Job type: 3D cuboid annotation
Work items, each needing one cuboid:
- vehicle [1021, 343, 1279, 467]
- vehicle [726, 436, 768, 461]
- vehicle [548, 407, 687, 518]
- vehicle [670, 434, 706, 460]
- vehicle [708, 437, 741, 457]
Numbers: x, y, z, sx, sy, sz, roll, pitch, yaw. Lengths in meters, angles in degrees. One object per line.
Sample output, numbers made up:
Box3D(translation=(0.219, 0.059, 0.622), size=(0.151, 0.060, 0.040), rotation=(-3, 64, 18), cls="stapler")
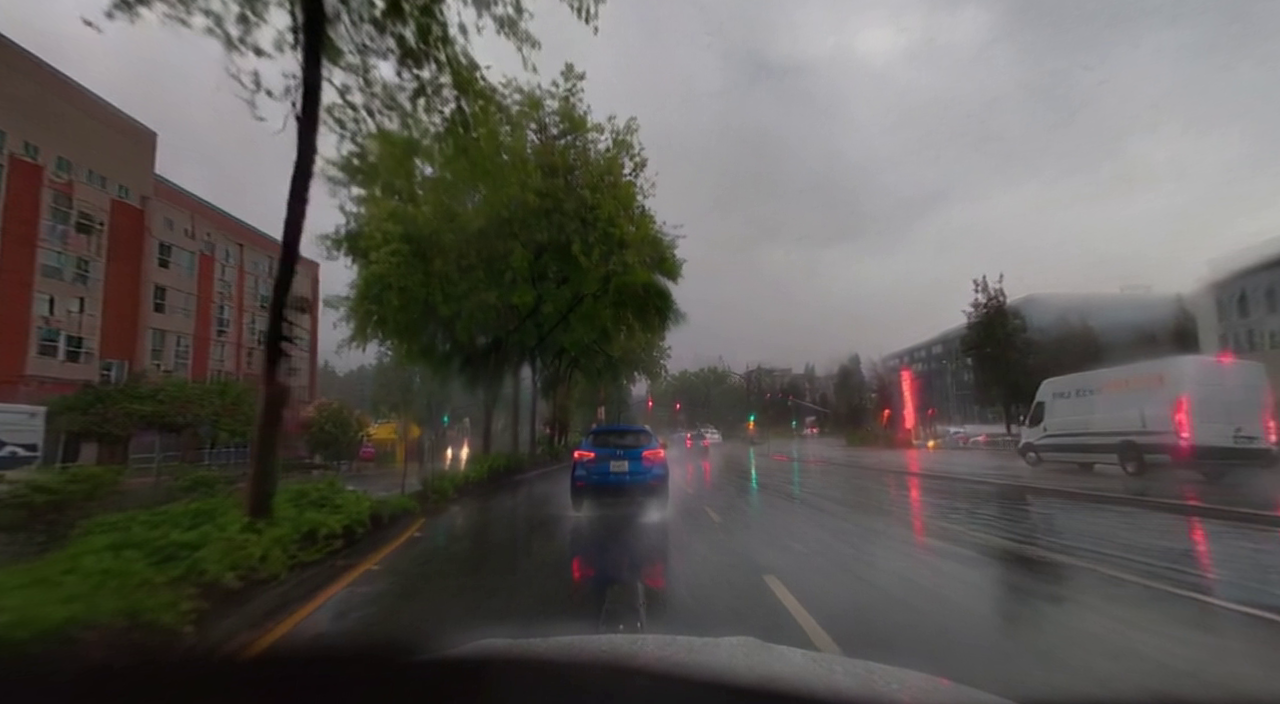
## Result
Box3D(translation=(18.462, 2.232, 23.509), size=(3.269, 3.755, 8.862), rotation=(0, -8, 2), cls="vehicle")
Box3D(translation=(6.566, 5.956, 39.053), size=(1.777, 1.443, 3.942), rotation=(0, -8, -1), cls="vehicle")
Box3D(translation=(-0.394, 2.130, 12.567), size=(2.277, 1.816, 4.192), rotation=(0, -8, -1), cls="vehicle")
Box3D(translation=(3.031, 6.124, 40.741), size=(1.929, 1.590, 4.287), rotation=(0, -8, 0), cls="vehicle")
Box3D(translation=(6.521, 7.368, 49.162), size=(1.854, 1.466, 4.420), rotation=(0, -8, 0), cls="vehicle")
